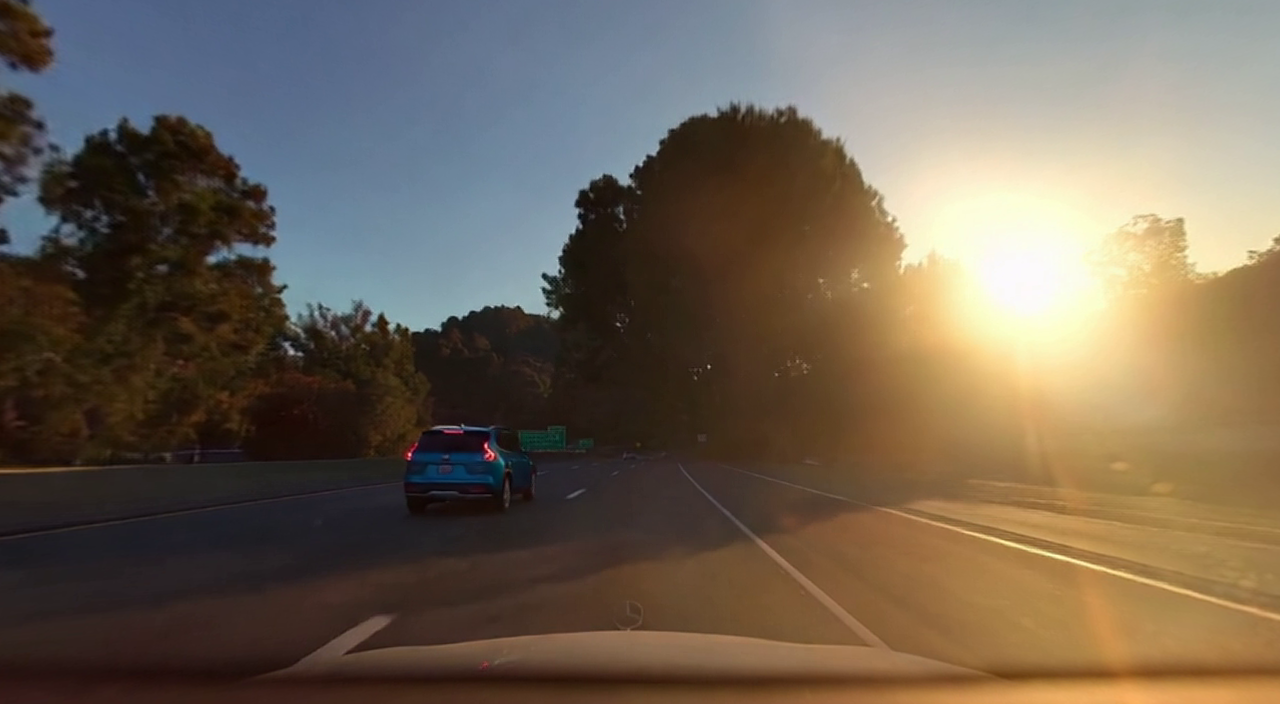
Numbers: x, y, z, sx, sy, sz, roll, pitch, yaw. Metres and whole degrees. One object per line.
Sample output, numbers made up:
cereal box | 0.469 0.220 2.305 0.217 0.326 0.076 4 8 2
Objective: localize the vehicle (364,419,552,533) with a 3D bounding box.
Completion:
vehicle | -3.267 2.336 12.542 2.183 1.803 4.685 0 -8 2
